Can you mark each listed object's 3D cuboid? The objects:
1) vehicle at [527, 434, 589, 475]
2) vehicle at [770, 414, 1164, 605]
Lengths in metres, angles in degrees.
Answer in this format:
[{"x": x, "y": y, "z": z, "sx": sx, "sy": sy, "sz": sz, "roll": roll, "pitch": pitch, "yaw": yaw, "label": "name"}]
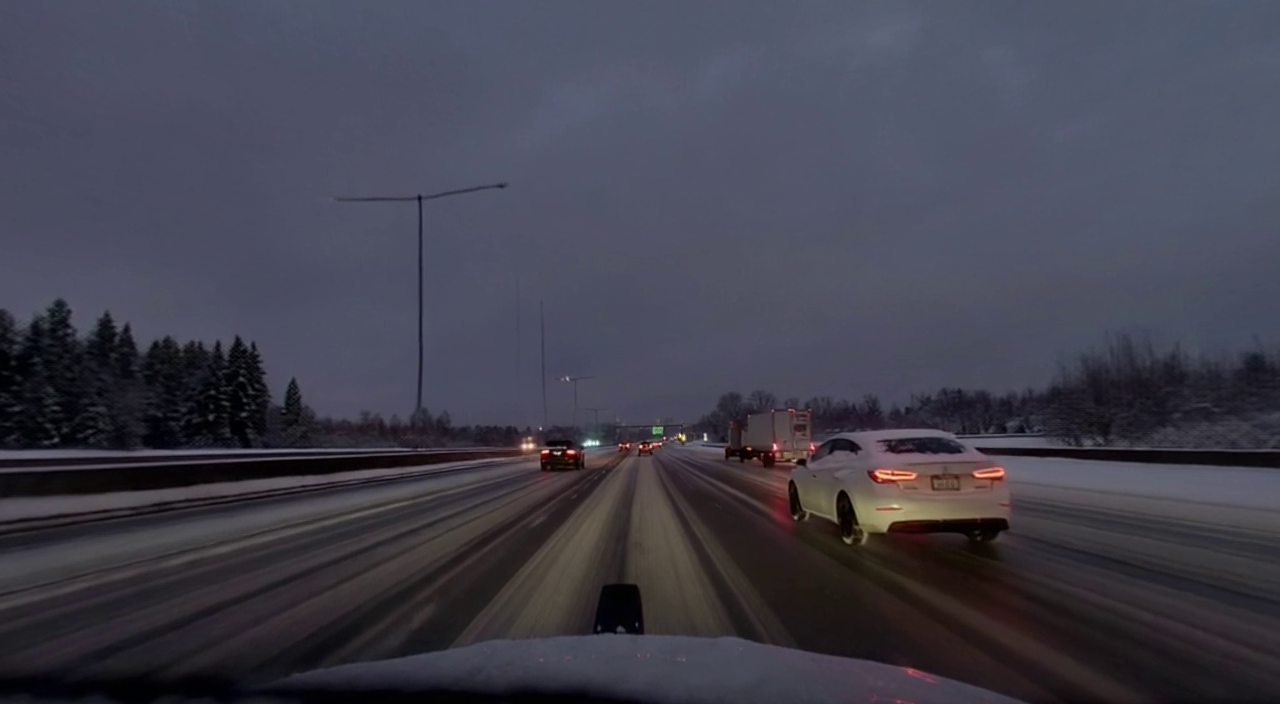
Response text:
[{"x": -3.725, "y": 4.783, "z": 29.547, "sx": 2.193, "sy": 1.746, "sz": 4.512, "roll": 0, "pitch": -9, "yaw": 1, "label": "vehicle"}, {"x": 3.211, "y": 1.667, "z": 7.728, "sx": 2.107, "sy": 1.550, "sz": 4.949, "roll": 0, "pitch": -9, "yaw": -1, "label": "vehicle"}]
